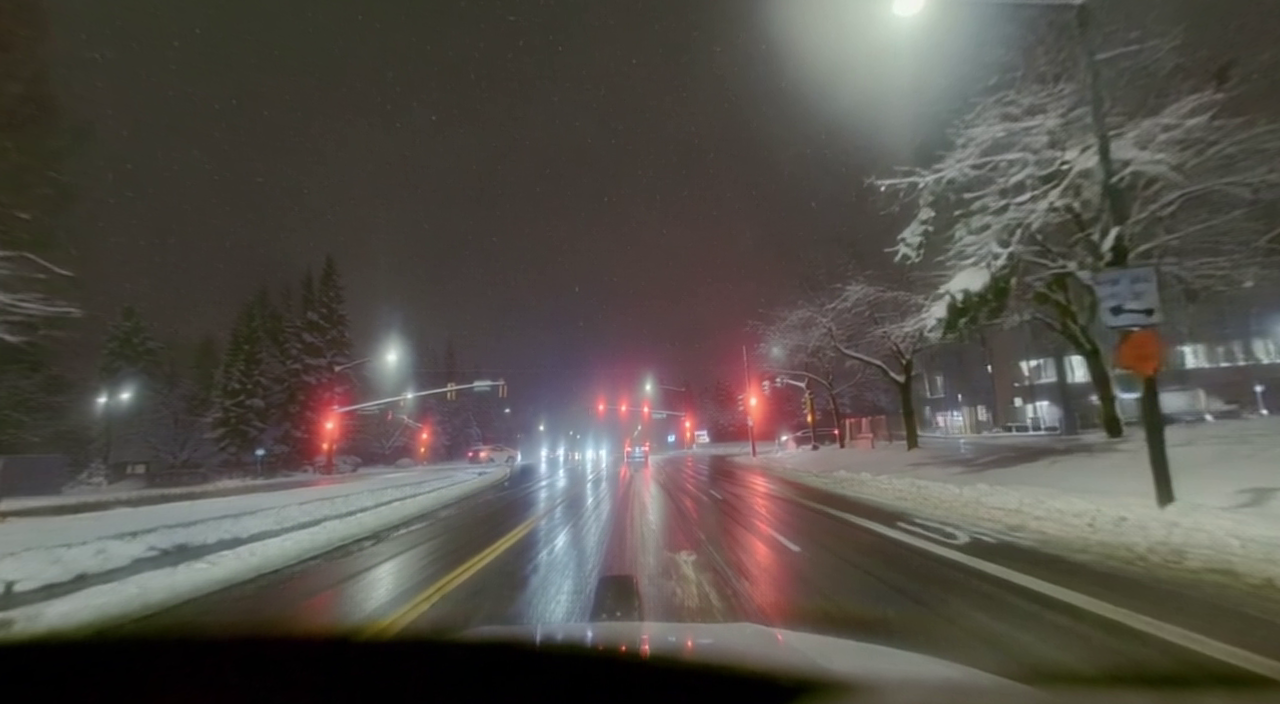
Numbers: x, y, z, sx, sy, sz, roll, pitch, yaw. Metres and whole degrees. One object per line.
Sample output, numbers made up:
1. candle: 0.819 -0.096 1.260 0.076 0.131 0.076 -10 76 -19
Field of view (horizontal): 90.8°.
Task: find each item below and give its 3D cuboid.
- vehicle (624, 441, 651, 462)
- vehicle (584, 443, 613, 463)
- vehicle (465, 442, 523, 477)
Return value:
1. vehicle: -0.155 7.633 48.684 1.985 1.521 3.968 0 -9 0
2. vehicle: -3.243 7.900 49.577 1.946 1.437 4.154 0 -9 1
3. vehicle: -7.002 5.182 30.675 1.869 1.570 4.064 0 -9 -1
